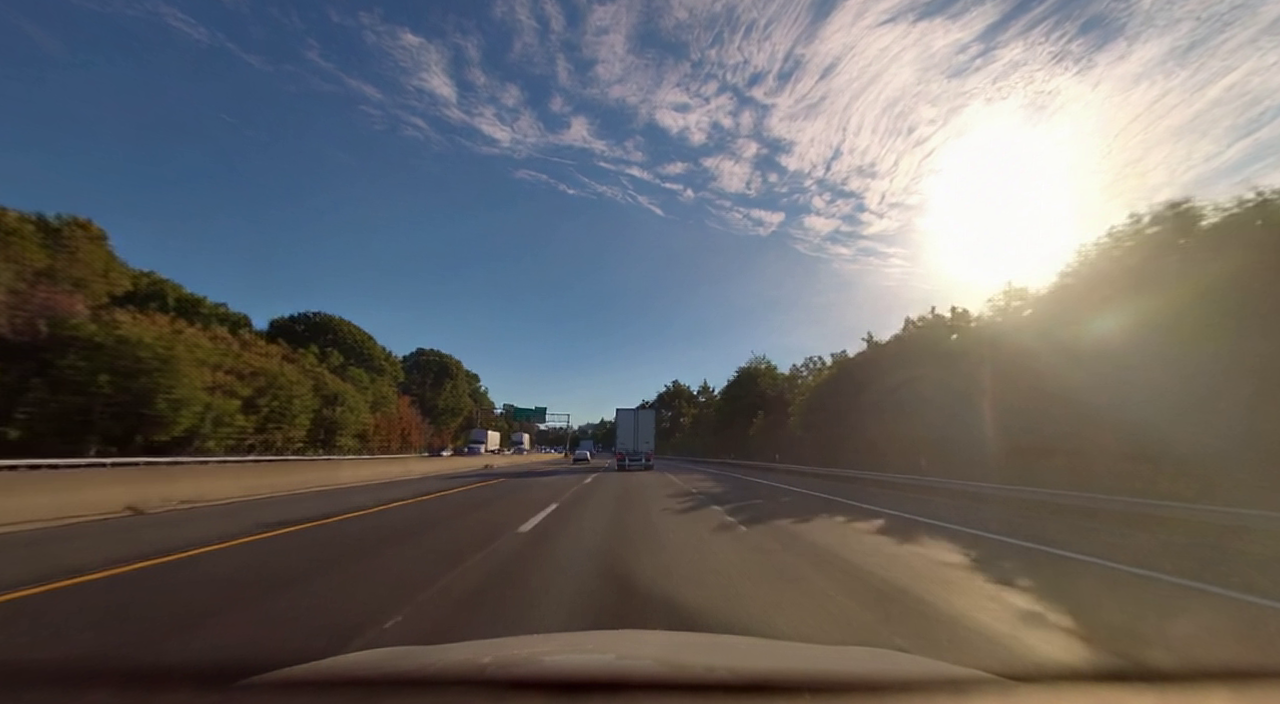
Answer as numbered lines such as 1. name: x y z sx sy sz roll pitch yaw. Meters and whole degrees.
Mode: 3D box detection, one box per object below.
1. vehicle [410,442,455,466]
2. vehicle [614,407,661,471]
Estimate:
1. vehicle: -13.773 6.808 42.009 1.770 1.469 3.967 0 -9 -2
2. vehicle: -0.304 6.308 44.994 2.962 3.953 10.696 0 -9 -1
